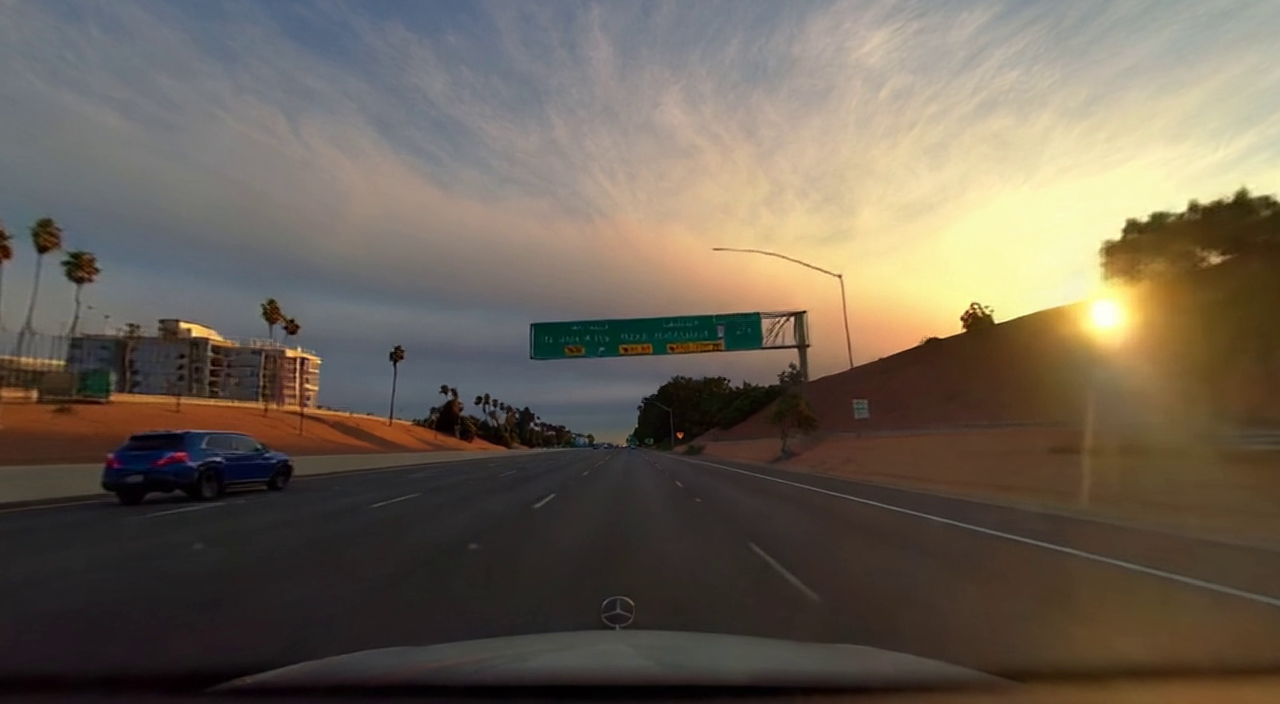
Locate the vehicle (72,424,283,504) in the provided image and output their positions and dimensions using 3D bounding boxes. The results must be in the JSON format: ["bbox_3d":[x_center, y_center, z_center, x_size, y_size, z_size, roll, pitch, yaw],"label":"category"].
[{"bbox_3d":[-11.571,2.819,16.335,2.016,1.754,4.543,0,-8,0],"label":"vehicle"}]
